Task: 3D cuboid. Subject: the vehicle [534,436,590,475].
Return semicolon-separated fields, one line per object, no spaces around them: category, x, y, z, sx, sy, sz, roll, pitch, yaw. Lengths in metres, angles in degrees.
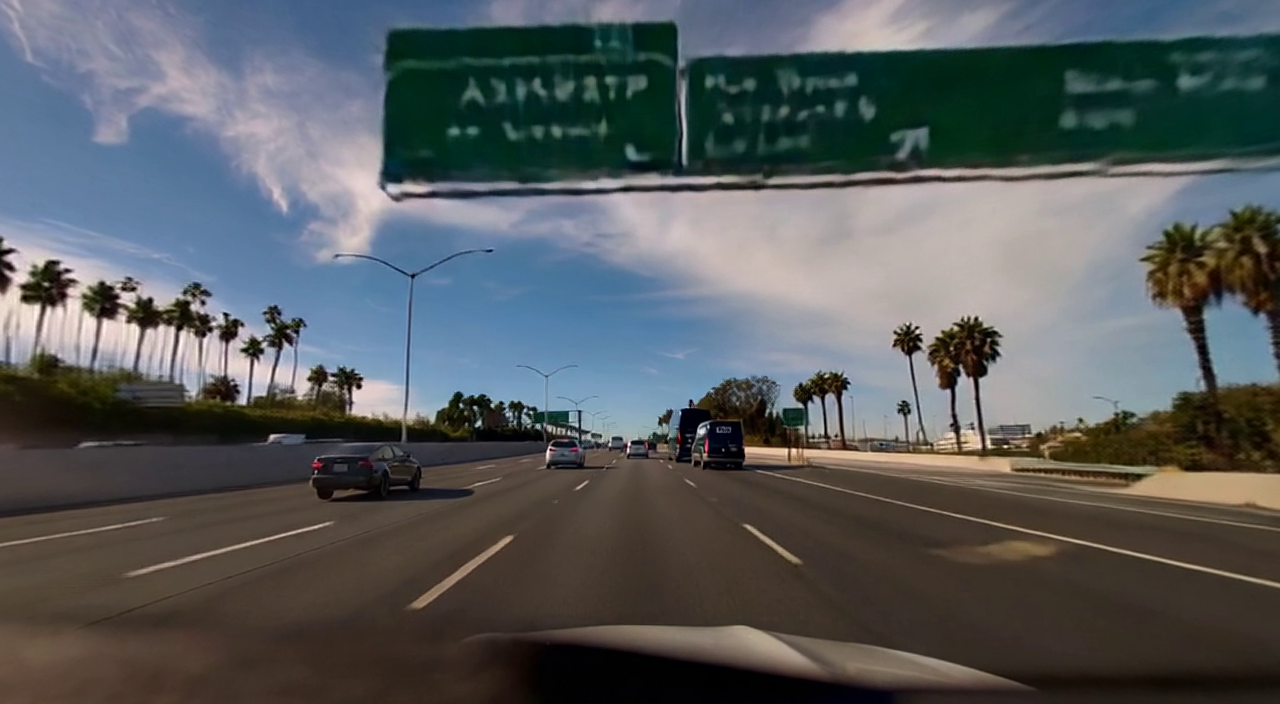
vehicle;-3.526;4.771;29.149;2.017;1.683;4.094;0;-9;0

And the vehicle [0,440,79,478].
vehicle;-31.424;5.307;31.418;2.342;1.798;4.902;0;-9;-1

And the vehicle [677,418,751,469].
vehicle;4.236;5.874;40.038;2.891;2.596;15.534;0;-9;0

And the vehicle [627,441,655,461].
vehicle;0.068;7.793;49.447;2.085;1.507;4.096;0;-9;0

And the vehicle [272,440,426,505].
vehicle;-7.554;3.148;16.927;2.050;1.487;4.372;0;-9;0
